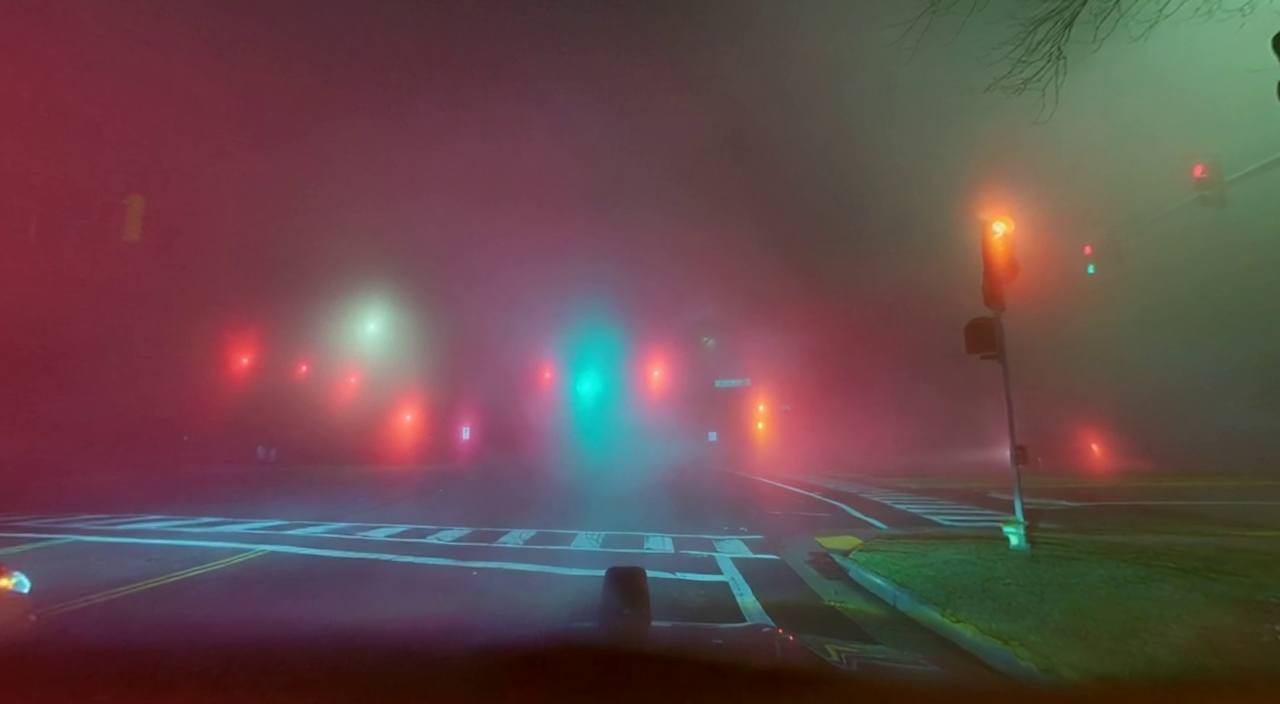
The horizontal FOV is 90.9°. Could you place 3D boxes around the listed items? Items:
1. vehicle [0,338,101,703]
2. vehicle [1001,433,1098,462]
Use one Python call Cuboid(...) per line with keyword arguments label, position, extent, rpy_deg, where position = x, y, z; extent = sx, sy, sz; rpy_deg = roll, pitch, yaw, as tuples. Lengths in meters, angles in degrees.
Cuboid(label="vehicle", position=(-3.265, 0.528, 0.407), extent=(1.954, 1.689, 4.347), rpy_deg=(0, -8, 0))
Cuboid(label="vehicle", position=(21.587, 5.060, 33.394), extent=(3.952, 1.468, 1.768), rpy_deg=(-4, -9, 22))
